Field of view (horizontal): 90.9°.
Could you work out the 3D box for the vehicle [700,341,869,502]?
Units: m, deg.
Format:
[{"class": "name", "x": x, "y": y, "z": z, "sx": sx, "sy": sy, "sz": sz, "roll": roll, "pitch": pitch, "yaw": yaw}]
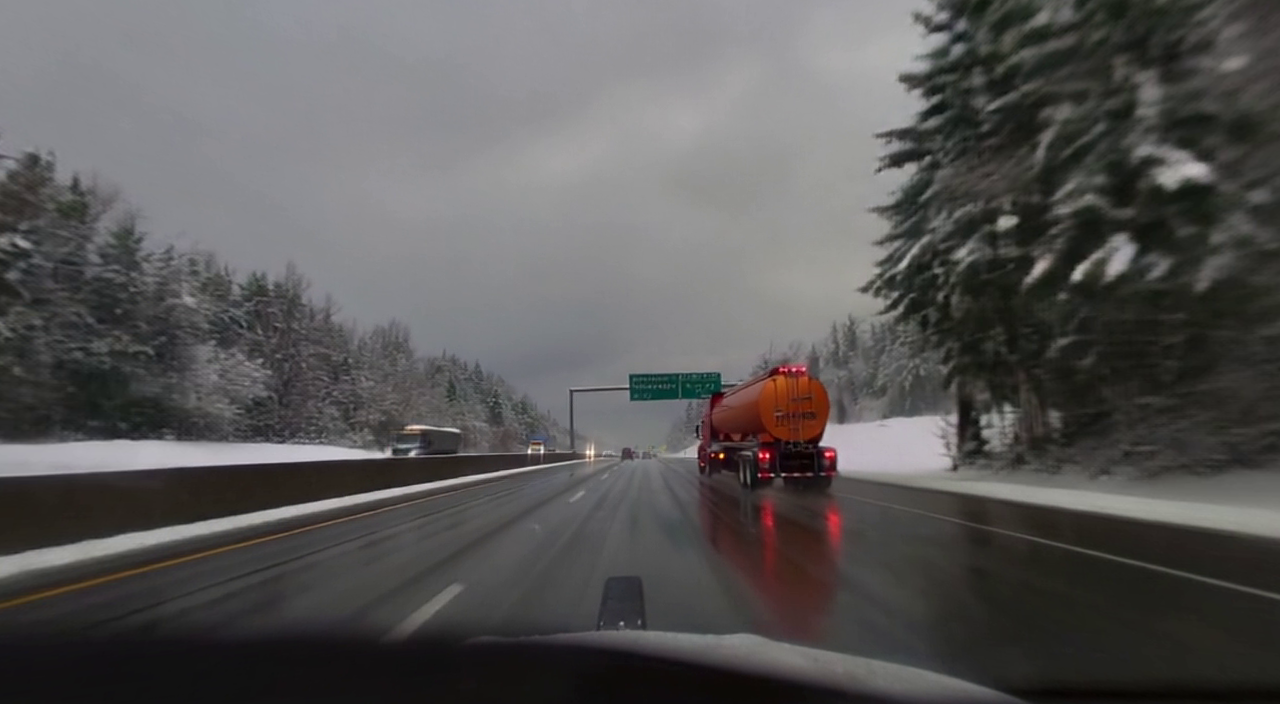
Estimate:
[{"class": "vehicle", "x": 4.317, "y": 2.793, "z": 22.944, "sx": 2.784, "sy": 4.080, "sz": 13.516, "roll": -2, "pitch": -9, "yaw": -1}]
